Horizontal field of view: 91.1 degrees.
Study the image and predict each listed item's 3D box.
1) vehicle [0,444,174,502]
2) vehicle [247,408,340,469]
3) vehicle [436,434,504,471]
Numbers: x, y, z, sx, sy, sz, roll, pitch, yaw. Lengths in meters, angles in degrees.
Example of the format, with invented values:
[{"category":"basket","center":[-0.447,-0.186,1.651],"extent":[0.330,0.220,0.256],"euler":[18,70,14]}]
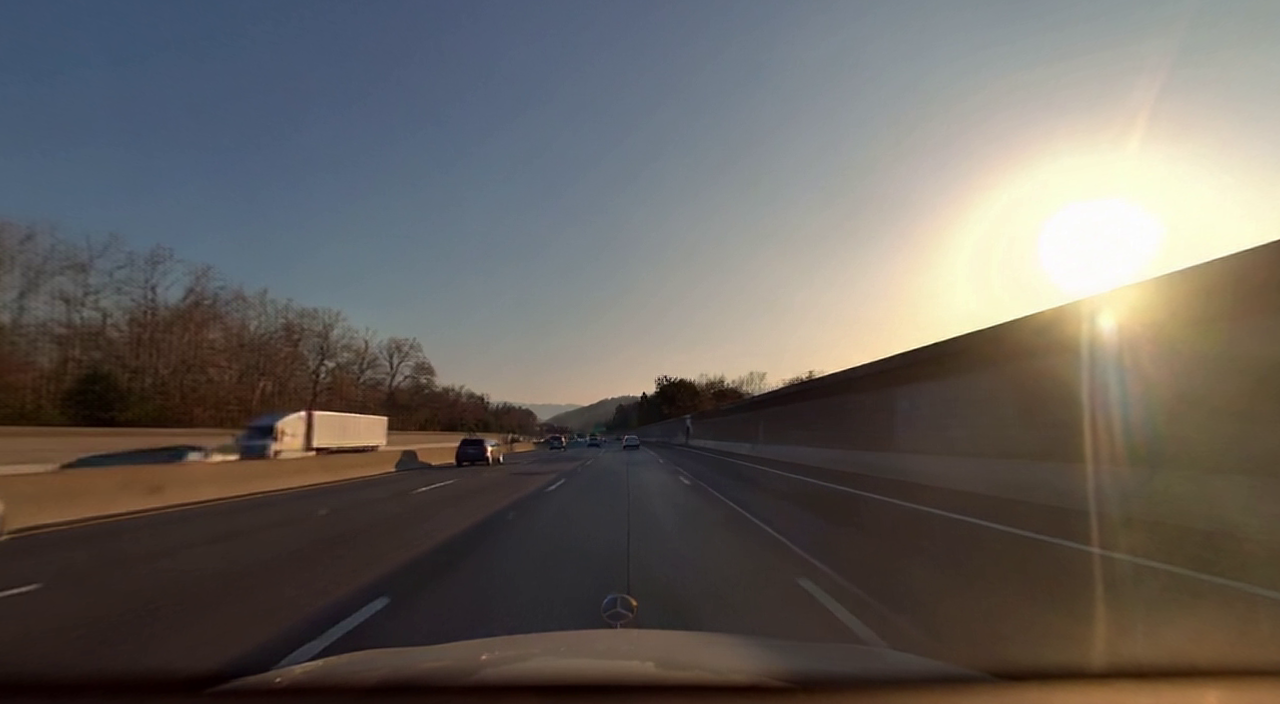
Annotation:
[{"category":"vehicle","center":[-16.520,3.555,18.975],"extent":[1.812,1.519,3.999],"euler":[0,-8,0]},{"category":"vehicle","center":[-24.144,6.051,44.264],"extent":[2.958,3.907,6.382],"euler":[1,-7,-2]},{"category":"vehicle","center":[-7.664,4.549,28.722],"extent":[1.972,1.532,4.222],"euler":[0,-8,-1]}]
